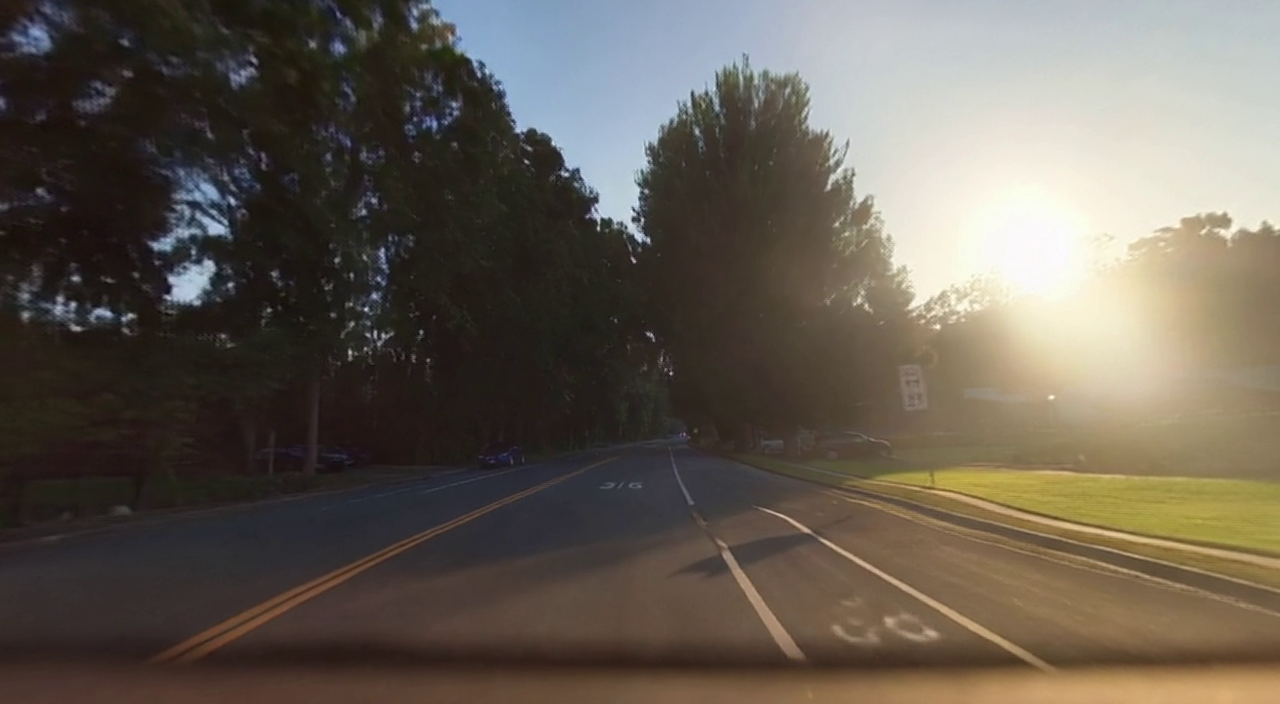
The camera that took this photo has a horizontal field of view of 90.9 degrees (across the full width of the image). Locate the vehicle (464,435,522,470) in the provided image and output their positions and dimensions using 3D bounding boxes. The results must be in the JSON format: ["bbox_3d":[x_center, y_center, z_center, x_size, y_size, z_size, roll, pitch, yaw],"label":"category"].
[{"bbox_3d":[-8.277,5.674,35.803,2.142,1.723,4.275,-3,-8,2],"label":"vehicle"}]

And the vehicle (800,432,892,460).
[{"bbox_3d":[11.254,5.182,34.686,4.460,1.456,1.804,-1,-8,3],"label":"vehicle"}]
